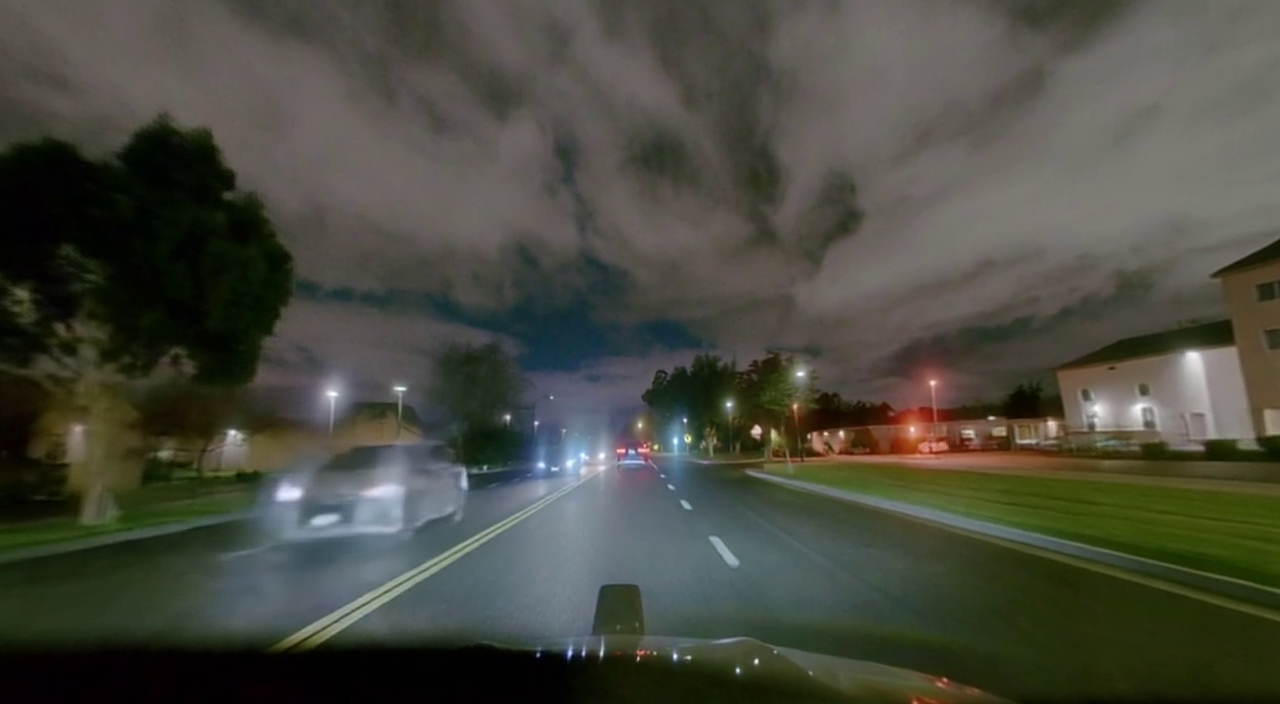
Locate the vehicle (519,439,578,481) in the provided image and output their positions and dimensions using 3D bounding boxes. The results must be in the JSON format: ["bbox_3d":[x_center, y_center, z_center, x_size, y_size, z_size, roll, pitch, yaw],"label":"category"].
[{"bbox_3d":[-4.070,4.902,28.879,1.977,1.729,4.625,-1,-9,0],"label":"vehicle"}]

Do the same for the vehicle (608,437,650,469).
[{"bbox_3d":[-0.640,6.552,41.228,2.554,1.902,5.329,-1,-9,0],"label":"vehicle"}]

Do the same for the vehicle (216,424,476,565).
[{"bbox_3d":[-4.165,2.063,9.889,2.115,1.638,4.098,-2,-9,0],"label":"vehicle"}]
